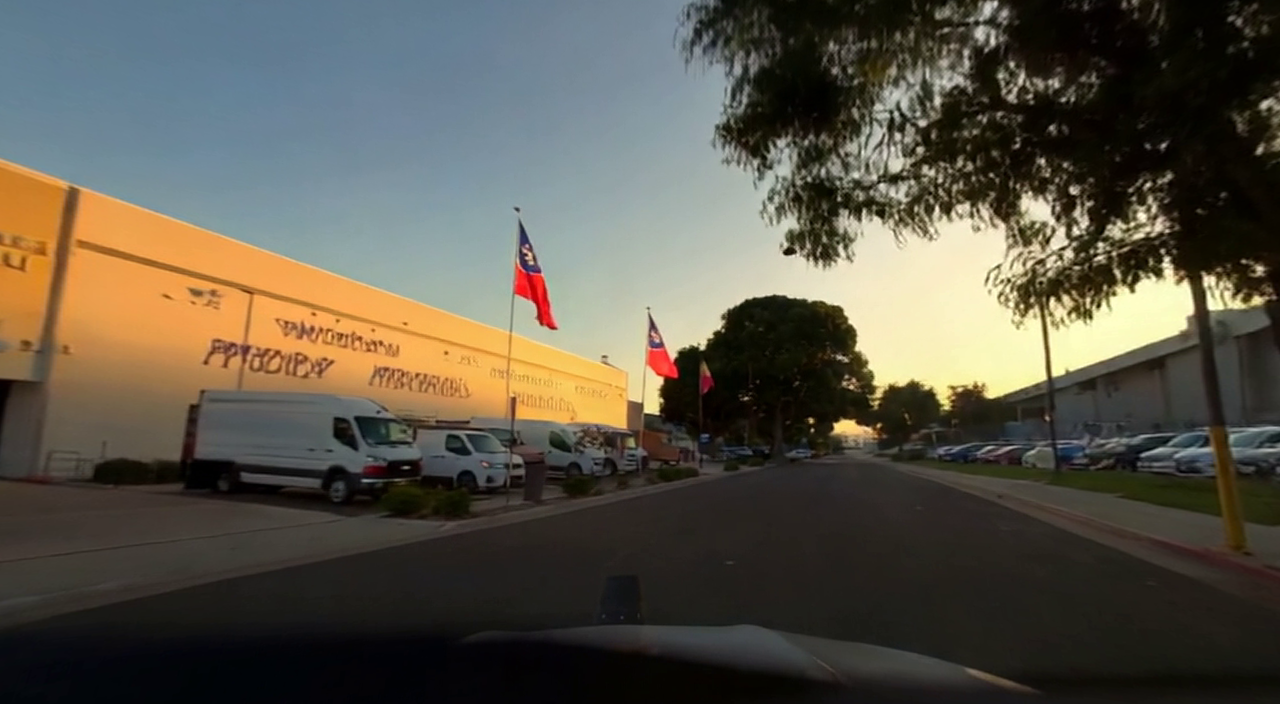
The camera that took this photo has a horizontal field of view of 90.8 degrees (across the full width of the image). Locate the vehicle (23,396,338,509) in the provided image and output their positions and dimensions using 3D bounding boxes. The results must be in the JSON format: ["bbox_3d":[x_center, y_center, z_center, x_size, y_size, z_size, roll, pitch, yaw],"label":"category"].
[{"bbox_3d":[-10.300,2.178,14.182,6.632,2.126,2.228,-3,-7,20],"label":"vehicle"}]

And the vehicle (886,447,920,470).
[{"bbox_3d":[20.335,8.182,48.983,2.026,1.659,4.314,-3,-9,18],"label":"vehicle"}]
